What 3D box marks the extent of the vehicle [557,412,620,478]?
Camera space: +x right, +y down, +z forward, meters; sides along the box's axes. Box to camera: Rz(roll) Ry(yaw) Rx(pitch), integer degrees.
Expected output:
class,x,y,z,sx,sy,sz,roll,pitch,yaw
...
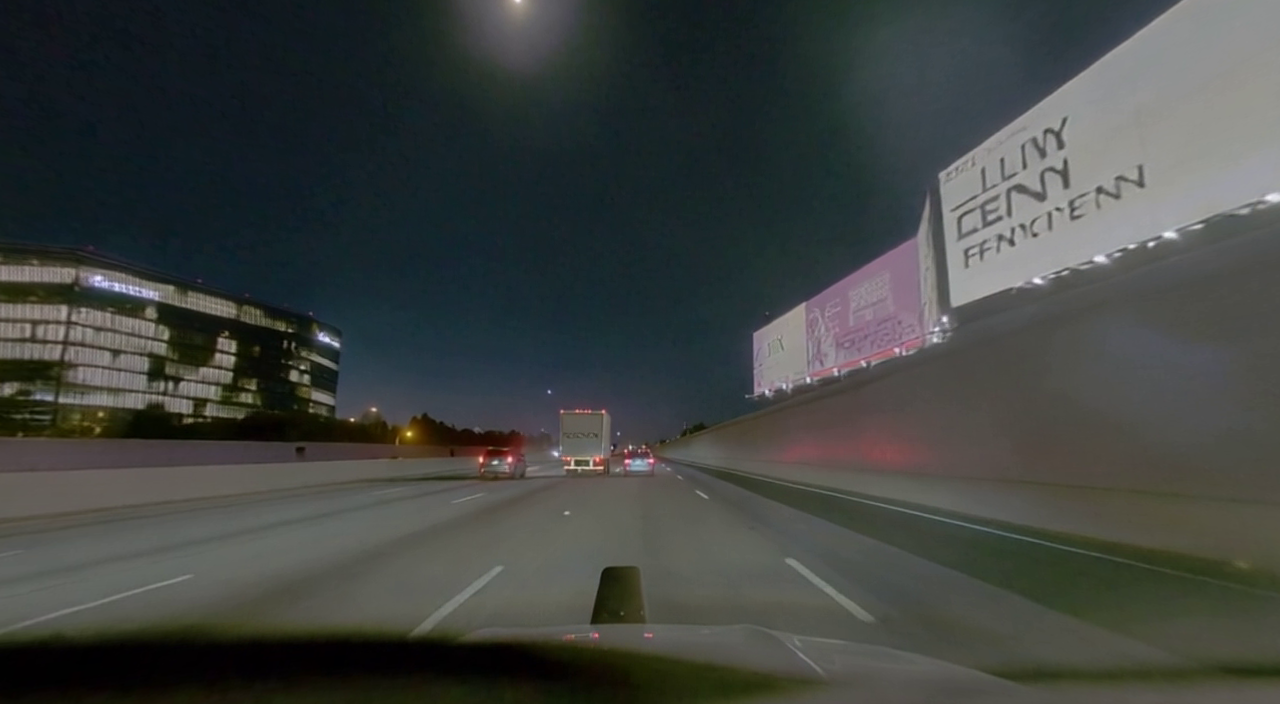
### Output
class,x,y,z,sx,sy,sz,roll,pitch,yaw
vehicle,-2.830,5.546,37.412,2.794,3.460,8.595,0,-9,1

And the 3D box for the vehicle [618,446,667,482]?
class,x,y,z,sx,sy,sz,roll,pitch,yaw
vehicle,0.106,5.250,29.752,2.168,1.597,3.615,0,-9,0

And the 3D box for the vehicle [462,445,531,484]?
class,x,y,z,sx,sy,sz,roll,pitch,yaw
vehicle,-6.550,5.189,29.337,2.124,1.674,4.541,0,-9,0
